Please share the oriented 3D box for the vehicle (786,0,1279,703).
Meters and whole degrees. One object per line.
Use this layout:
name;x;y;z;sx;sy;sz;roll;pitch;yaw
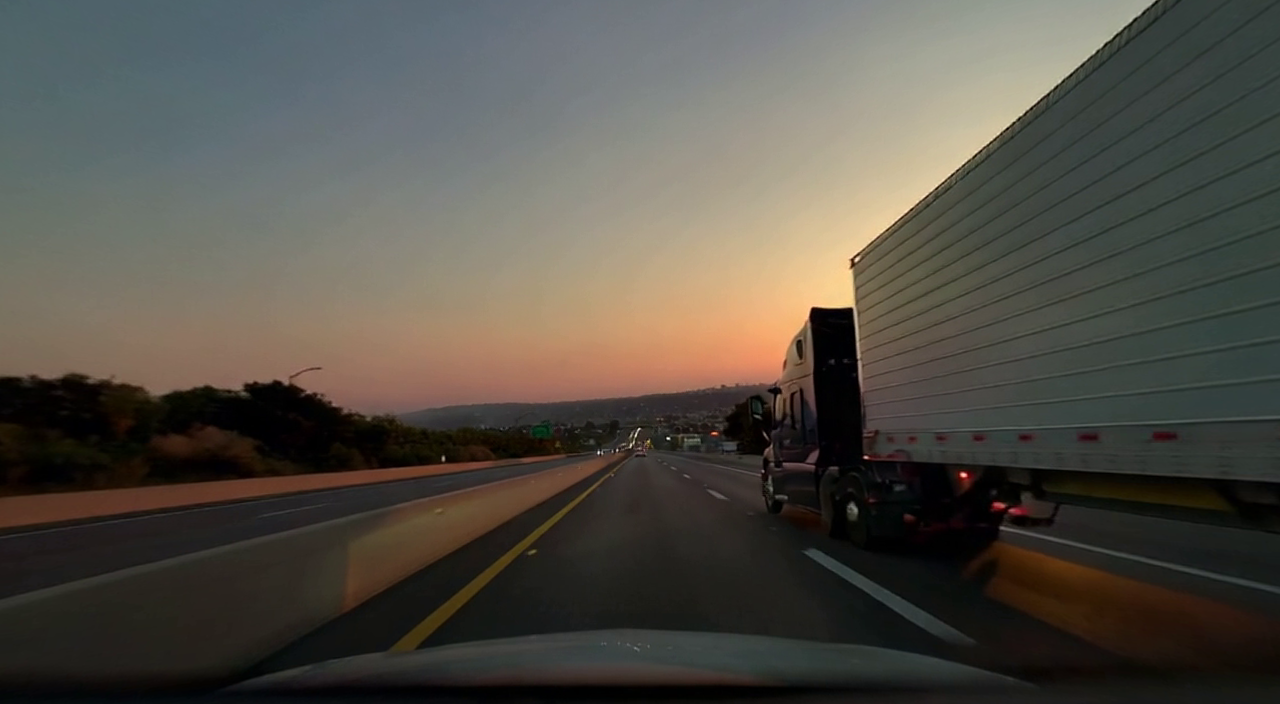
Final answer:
vehicle;4.242;0.062;5.183;2.937;4.082;12.918;0;-9;0
